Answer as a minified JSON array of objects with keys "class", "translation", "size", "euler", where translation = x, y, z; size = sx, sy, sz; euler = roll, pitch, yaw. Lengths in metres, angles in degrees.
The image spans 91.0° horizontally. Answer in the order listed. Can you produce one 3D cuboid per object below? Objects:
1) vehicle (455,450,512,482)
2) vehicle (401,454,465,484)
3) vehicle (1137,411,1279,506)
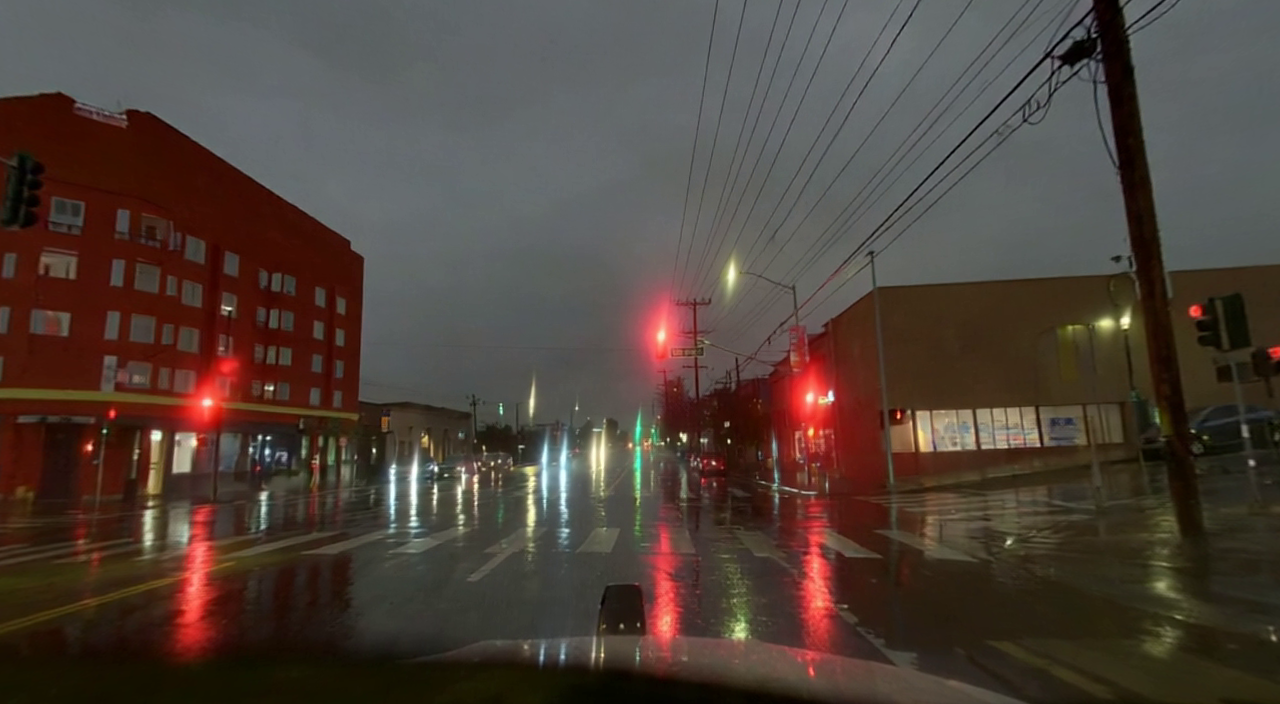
[{"class":"vehicle","translation":[-8.704,6.330,35.301],"size":[2.020,1.672,3.842],"euler":[0,-9,3]},{"class":"vehicle","translation":[-11.995,6.774,36.832],"size":[1.943,1.574,4.727],"euler":[0,-9,3]},{"class":"vehicle","translation":[12.688,2.141,12.890],"size":[3.234,1.746,1.941],"euler":[-2,-10,2]}]
